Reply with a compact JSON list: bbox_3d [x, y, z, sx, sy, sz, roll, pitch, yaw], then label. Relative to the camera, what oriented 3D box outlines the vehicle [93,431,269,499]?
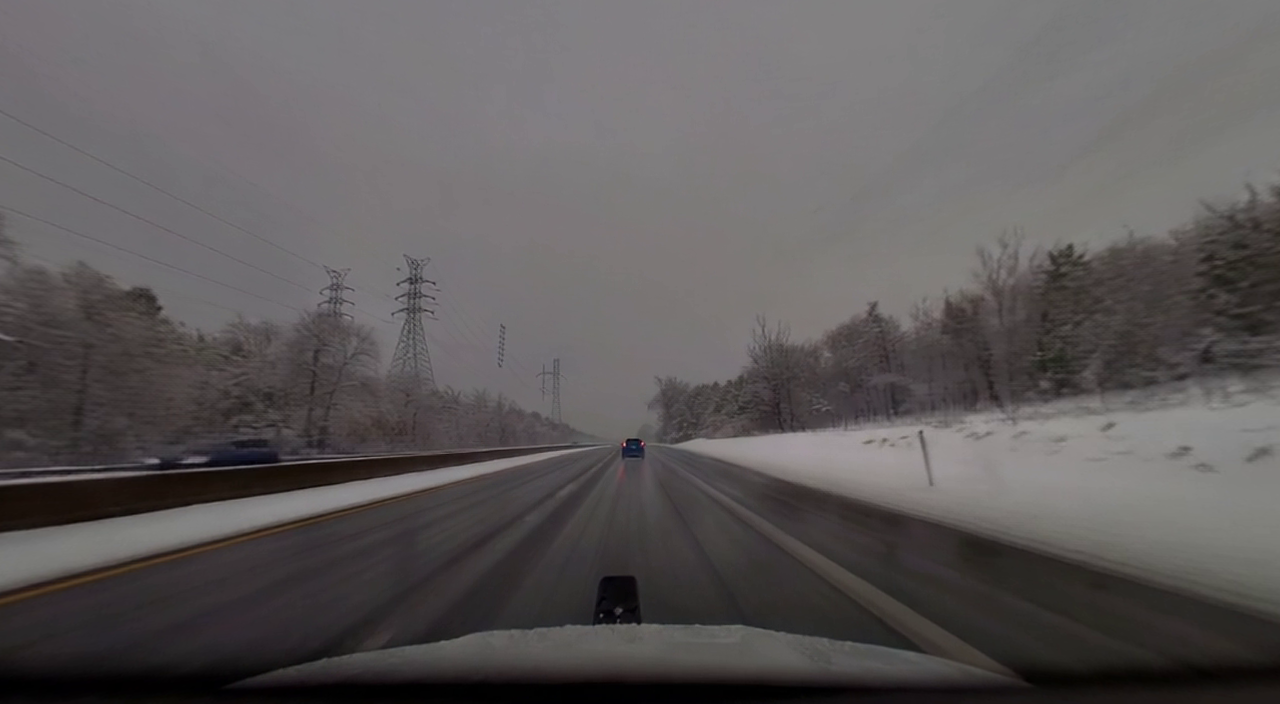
[{"bbox_3d":[-14.511,3.550,20.375,2.052,1.914,4.791,0,-8,0],"label":"vehicle"}]
